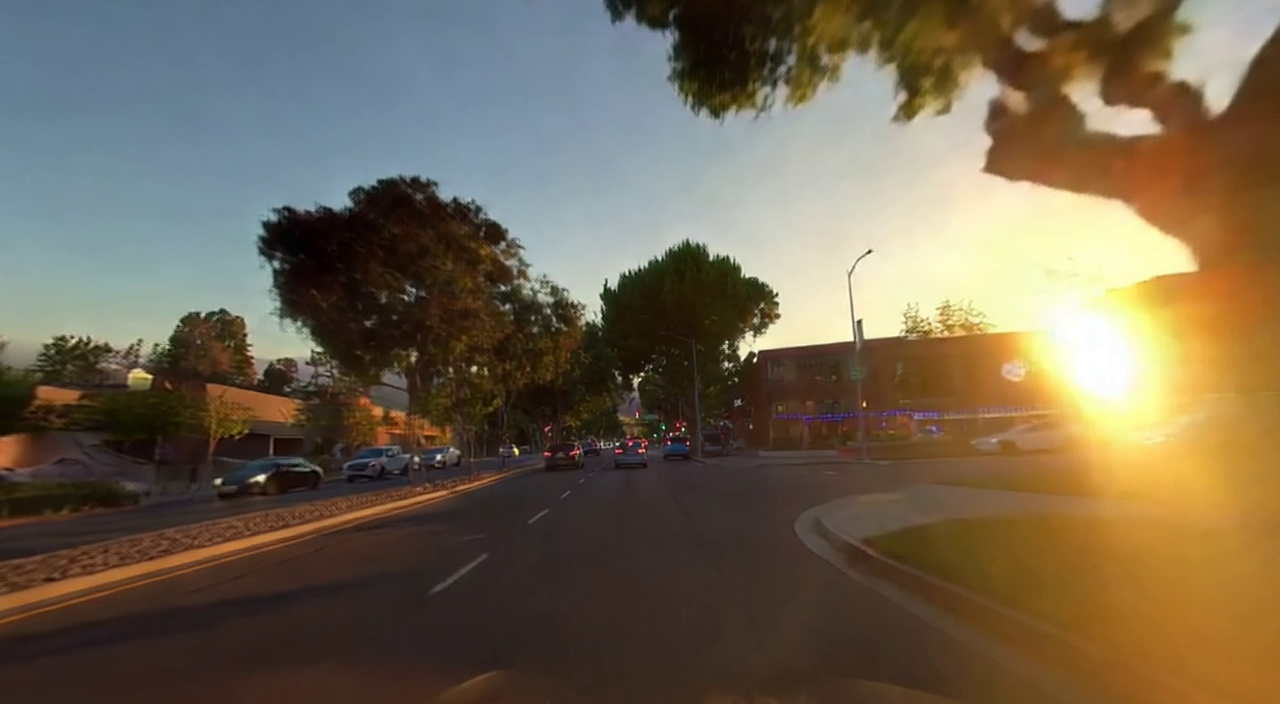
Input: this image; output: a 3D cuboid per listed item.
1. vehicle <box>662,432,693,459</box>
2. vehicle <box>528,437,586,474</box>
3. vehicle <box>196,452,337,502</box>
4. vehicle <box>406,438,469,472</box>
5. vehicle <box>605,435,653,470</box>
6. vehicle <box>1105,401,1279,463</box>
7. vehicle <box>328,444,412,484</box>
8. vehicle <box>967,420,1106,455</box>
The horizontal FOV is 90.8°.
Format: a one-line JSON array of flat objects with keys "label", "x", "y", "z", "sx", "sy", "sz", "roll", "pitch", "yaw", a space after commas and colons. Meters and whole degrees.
[{"label": "vehicle", "x": 2.773, "y": 6.974, "z": 47.273, "sx": 2.175, "sy": 1.850, "sz": 5.118, "roll": -1, "pitch": -8, "yaw": 2}, {"label": "vehicle", "x": -3.558, "y": 4.522, "z": 27.839, "sx": 1.921, "sy": 1.477, "sz": 4.083, "roll": -1, "pitch": -8, "yaw": 1}, {"label": "vehicle", "x": -12.596, "y": 4.213, "z": 21.745, "sx": 1.909, "sy": 1.462, "sz": 4.608, "roll": -1, "pitch": -8, "yaw": 2}, {"label": "vehicle", "x": -12.426, "y": 6.355, "z": 39.133, "sx": 2.260, "sy": 1.921, "sz": 4.902, "roll": -1, "pitch": -8, "yaw": 0}, {"label": "vehicle", "x": -0.521, "y": 4.651, "z": 29.423, "sx": 2.085, "sy": 1.475, "sz": 3.976, "roll": 0, "pitch": -8, "yaw": -1}, {"label": "vehicle", "x": 17.015, "y": 2.401, "z": 18.844, "sx": 4.524, "sy": 1.699, "sz": 2.068, "roll": -1, "pitch": -8, "yaw": 2}, {"label": "vehicle", "x": -12.609, "y": 5.212, "z": 29.882, "sx": 1.986, "sy": 1.712, "sz": 4.399, "roll": -1, "pitch": -8, "yaw": 1}, {"label": "vehicle", "x": 17.168, "y": 3.745, "z": 27.569, "sx": 4.517, "sy": 1.455, "sz": 2.233, "roll": -1, "pitch": -8, "yaw": 3}]
